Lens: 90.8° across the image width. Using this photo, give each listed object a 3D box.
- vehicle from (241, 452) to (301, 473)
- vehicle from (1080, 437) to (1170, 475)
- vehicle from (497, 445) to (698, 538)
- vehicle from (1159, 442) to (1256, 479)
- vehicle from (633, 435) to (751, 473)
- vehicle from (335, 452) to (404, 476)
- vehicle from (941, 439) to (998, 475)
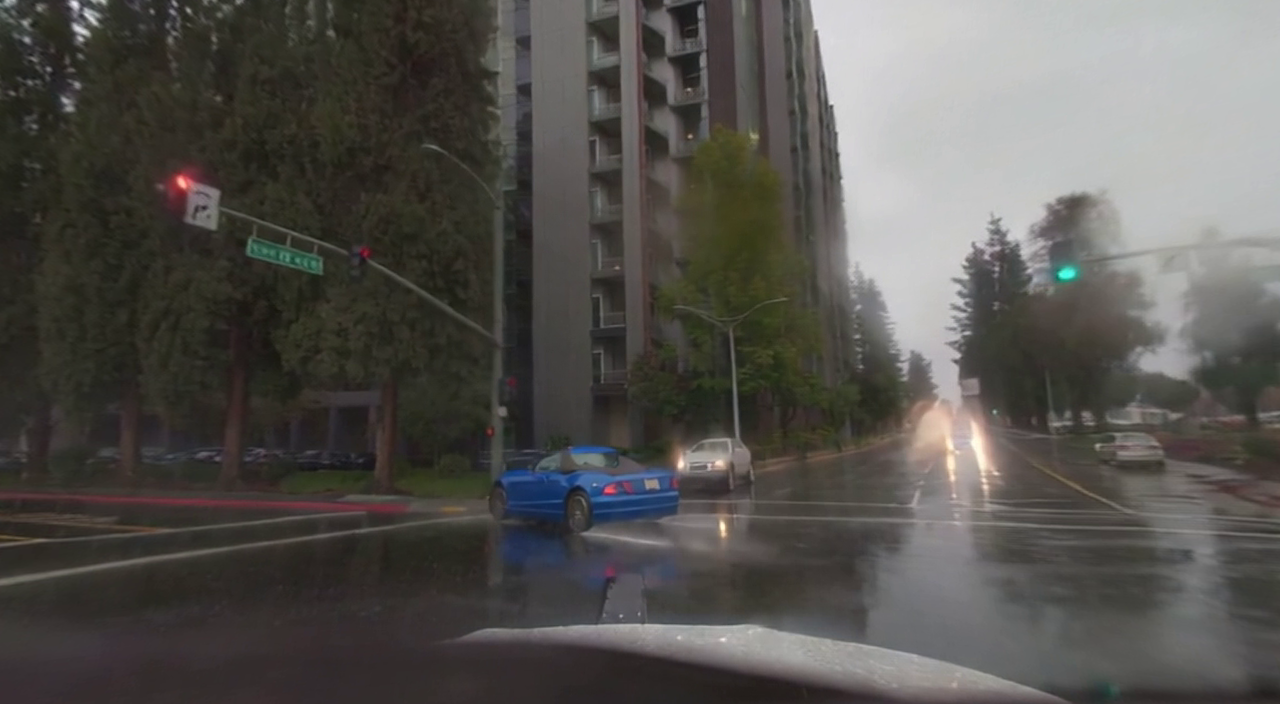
[{"bbox_3d":[-26.678,7.991,45.759,1.627,1.392,3.330,-3,-9,24],"label":"vehicle"},{"bbox_3d":[20.471,4.385,26.865,1.983,1.453,4.180,-3,-9,23],"label":"vehicle"},{"bbox_3d":[-1.020,2.696,12.970,1.903,1.529,4.254,7,-11,-40],"label":"vehicle"},{"bbox_3d":[23.263,4.427,26.092,1.889,1.358,3.751,-4,-9,25],"label":"vehicle"},{"bbox_3d":[2.802,5.503,34.342,6.021,1.868,2.172,-4,-9,24],"label":"vehicle"},{"bbox_3d":[-17.699,7.340,41.514,1.709,1.410,3.945,-3,-9,23],"label":"vehicle"},{"bbox_3d":[15.280,4.850,29.499,2.024,1.489,4.613,-4,-9,24],"label":"vehicle"}]
